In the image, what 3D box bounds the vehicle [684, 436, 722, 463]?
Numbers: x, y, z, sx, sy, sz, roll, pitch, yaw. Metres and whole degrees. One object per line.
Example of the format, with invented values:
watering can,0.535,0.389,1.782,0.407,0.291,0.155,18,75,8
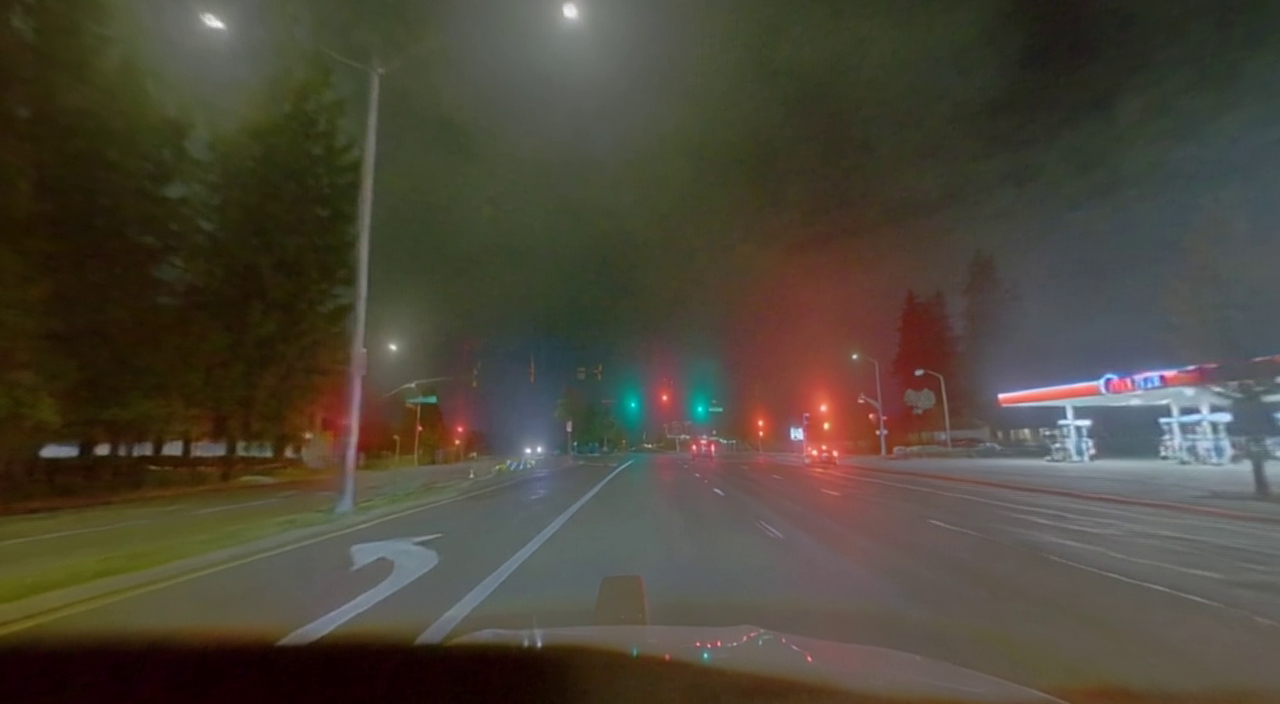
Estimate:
vehicle,4.193,6.593,42.624,2.090,1.717,4.063,0,-9,-1
